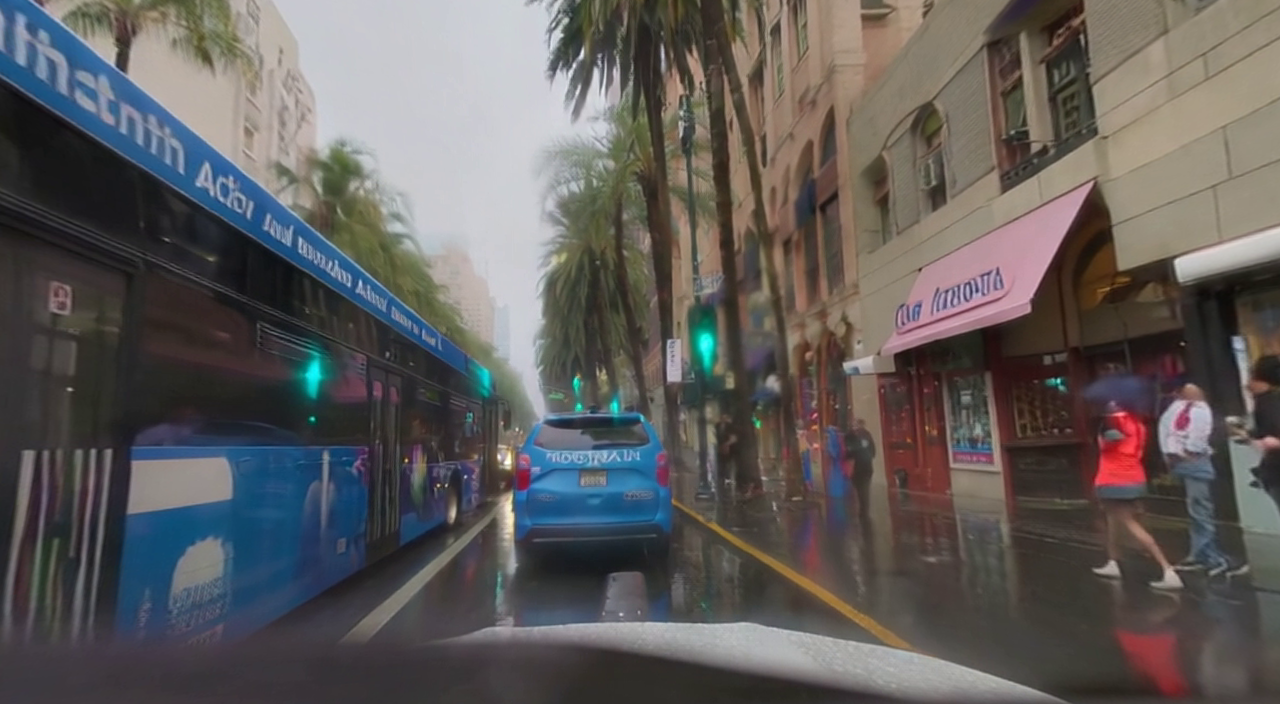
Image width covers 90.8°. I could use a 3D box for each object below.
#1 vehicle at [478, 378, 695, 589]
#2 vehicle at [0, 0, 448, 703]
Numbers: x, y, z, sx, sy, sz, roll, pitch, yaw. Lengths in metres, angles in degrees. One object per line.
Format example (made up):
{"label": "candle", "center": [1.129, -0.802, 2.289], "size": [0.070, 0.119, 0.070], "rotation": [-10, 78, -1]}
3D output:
{"label": "vehicle", "center": [-0.804, 1.512, 8.023], "size": [2.002, 1.907, 4.211], "rotation": [1, -9, -9]}
{"label": "vehicle", "center": [-3.825, 0.158, 3.241], "size": [2.863, 3.233, 11.573], "rotation": [1, -8, -4]}
